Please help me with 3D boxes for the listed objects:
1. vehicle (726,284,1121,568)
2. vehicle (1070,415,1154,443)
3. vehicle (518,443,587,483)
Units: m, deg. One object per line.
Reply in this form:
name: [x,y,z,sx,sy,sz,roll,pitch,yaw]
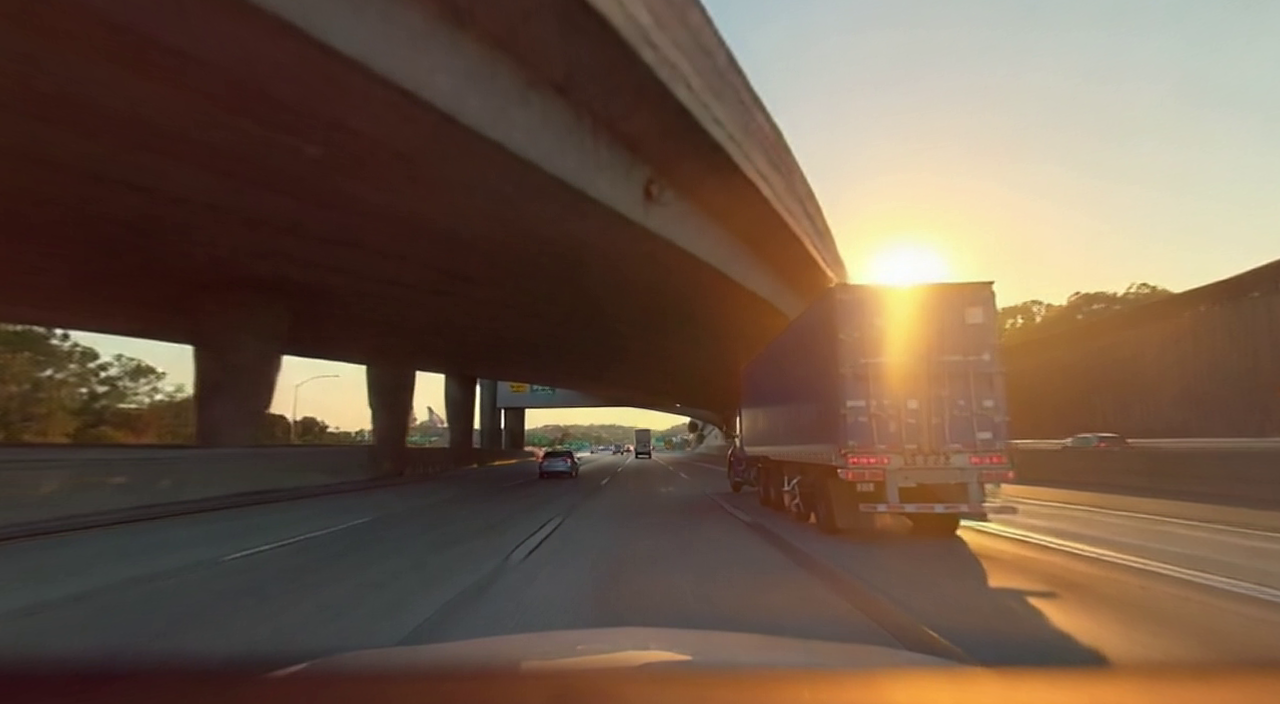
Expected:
vehicle: [4.045,1.632,12.776,3.049,3.395,10.595,0,-9,0]
vehicle: [29.148,4.793,38.957,1.928,1.603,4.315,1,-8,2]
vehicle: [-3.631,4.741,27.108,2.143,1.529,4.918,0,-9,1]
